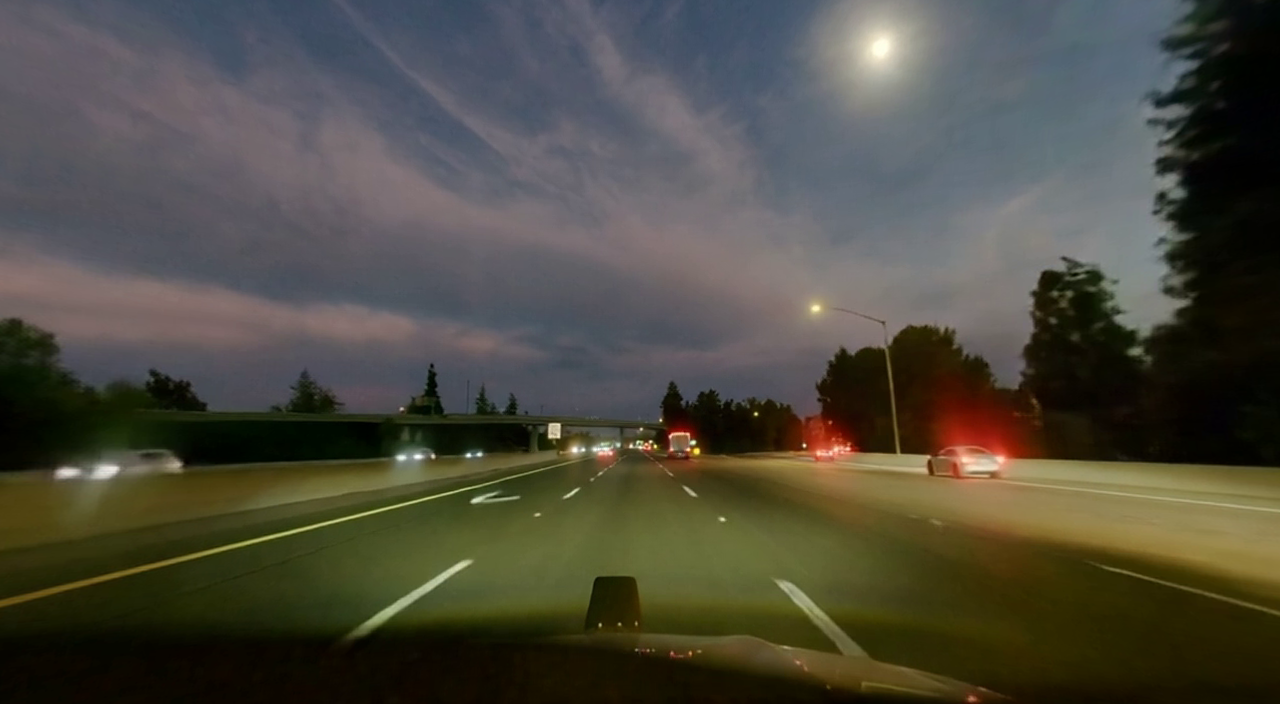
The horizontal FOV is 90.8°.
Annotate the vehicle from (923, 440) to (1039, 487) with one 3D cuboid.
[{"bbox_3d":[12.177,3.996,22.916,1.878,1.509,4.327,-1,-9,2],"label":"vehicle"}]

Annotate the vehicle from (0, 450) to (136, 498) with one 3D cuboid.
[{"bbox_3d":[-23.163,4.822,25.460,1.986,1.724,4.400,0,-9,0],"label":"vehicle"}]
